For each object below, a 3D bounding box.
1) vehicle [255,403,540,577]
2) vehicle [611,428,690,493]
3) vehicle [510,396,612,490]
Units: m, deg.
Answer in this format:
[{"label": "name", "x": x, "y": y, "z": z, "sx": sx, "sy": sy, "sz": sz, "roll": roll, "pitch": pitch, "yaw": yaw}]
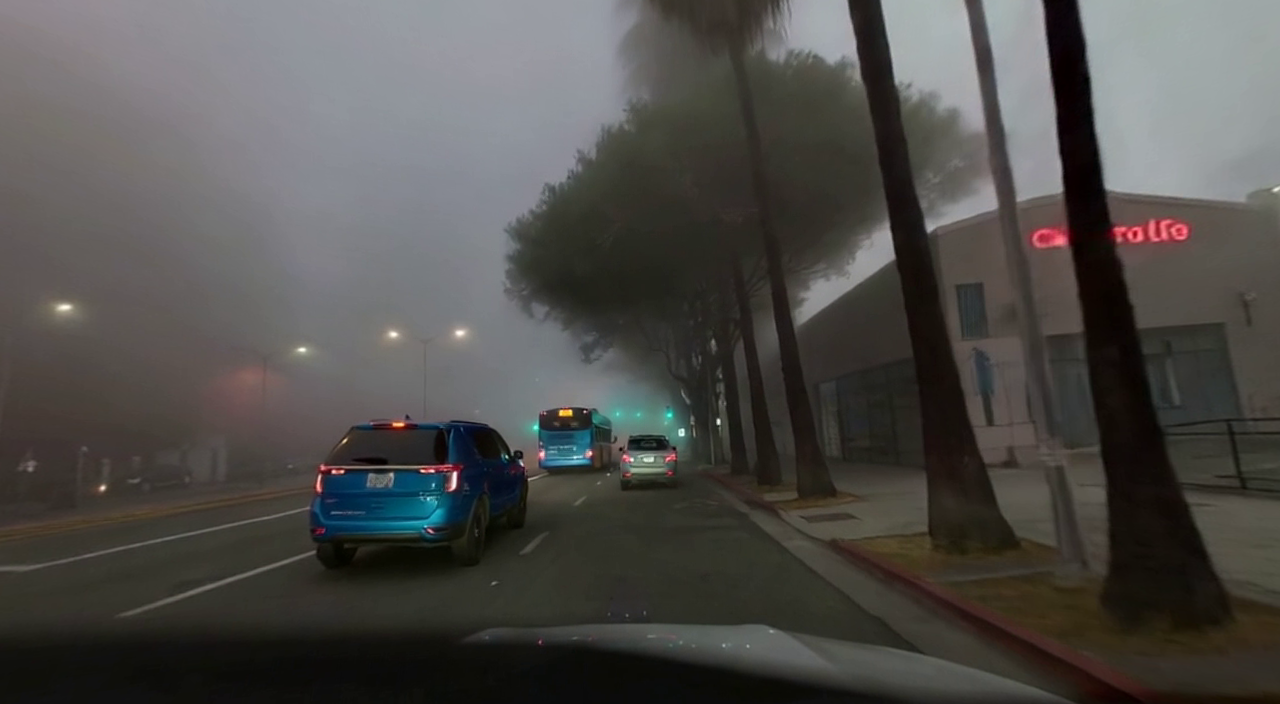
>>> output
[{"label": "vehicle", "x": -2.906, "y": 1.783, "z": 8.947, "sx": 2.124, "sy": 1.799, "sz": 4.587, "roll": 0, "pitch": -8, "yaw": 1}, {"label": "vehicle", "x": 0.287, "y": 3.201, "z": 18.922, "sx": 2.120, "sy": 1.727, "sz": 3.917, "roll": 0, "pitch": -8, "yaw": 1}, {"label": "vehicle", "x": -2.785, "y": 3.604, "z": 24.951, "sx": 2.775, "sy": 3.064, "sz": 8.297, "roll": -1, "pitch": -8, "yaw": 1}]
